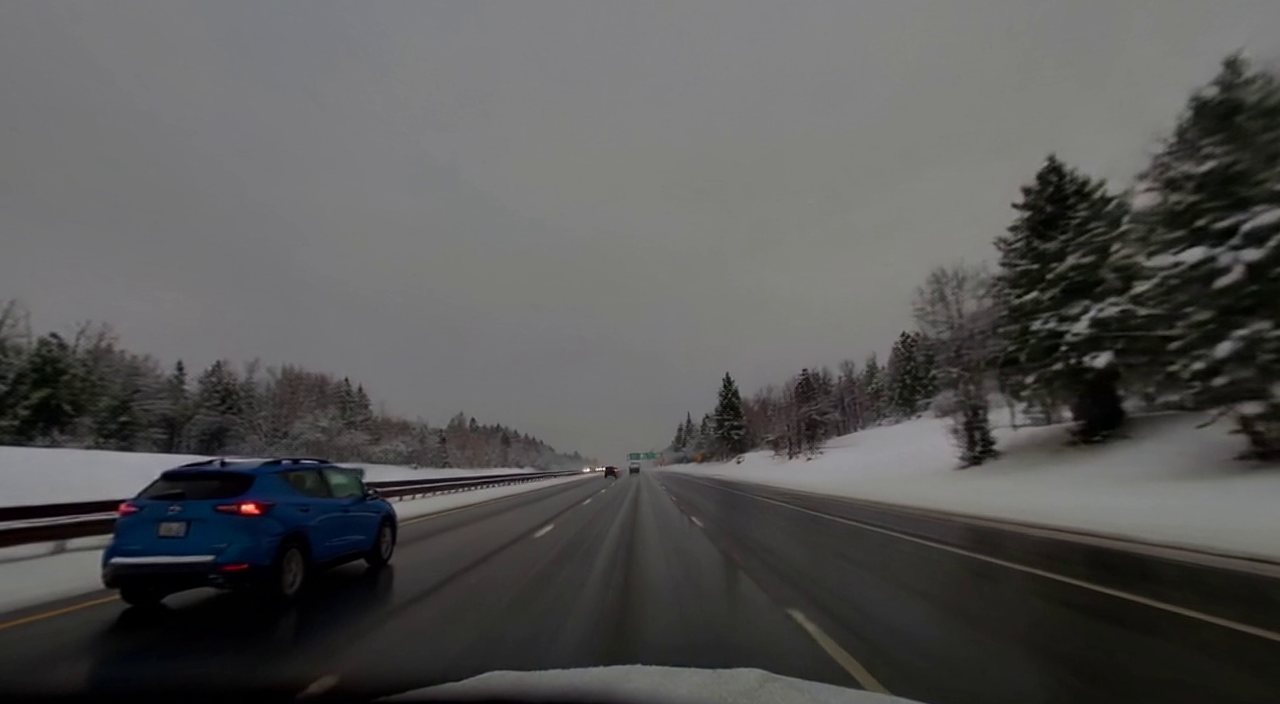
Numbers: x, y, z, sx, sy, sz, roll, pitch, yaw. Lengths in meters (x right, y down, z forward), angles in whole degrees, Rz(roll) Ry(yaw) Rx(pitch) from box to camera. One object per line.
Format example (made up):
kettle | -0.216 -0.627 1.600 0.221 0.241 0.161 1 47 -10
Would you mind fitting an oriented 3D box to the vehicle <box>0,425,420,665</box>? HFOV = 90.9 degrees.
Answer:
vehicle | -3.840 1.634 6.238 1.797 1.532 4.072 1 -10 0
